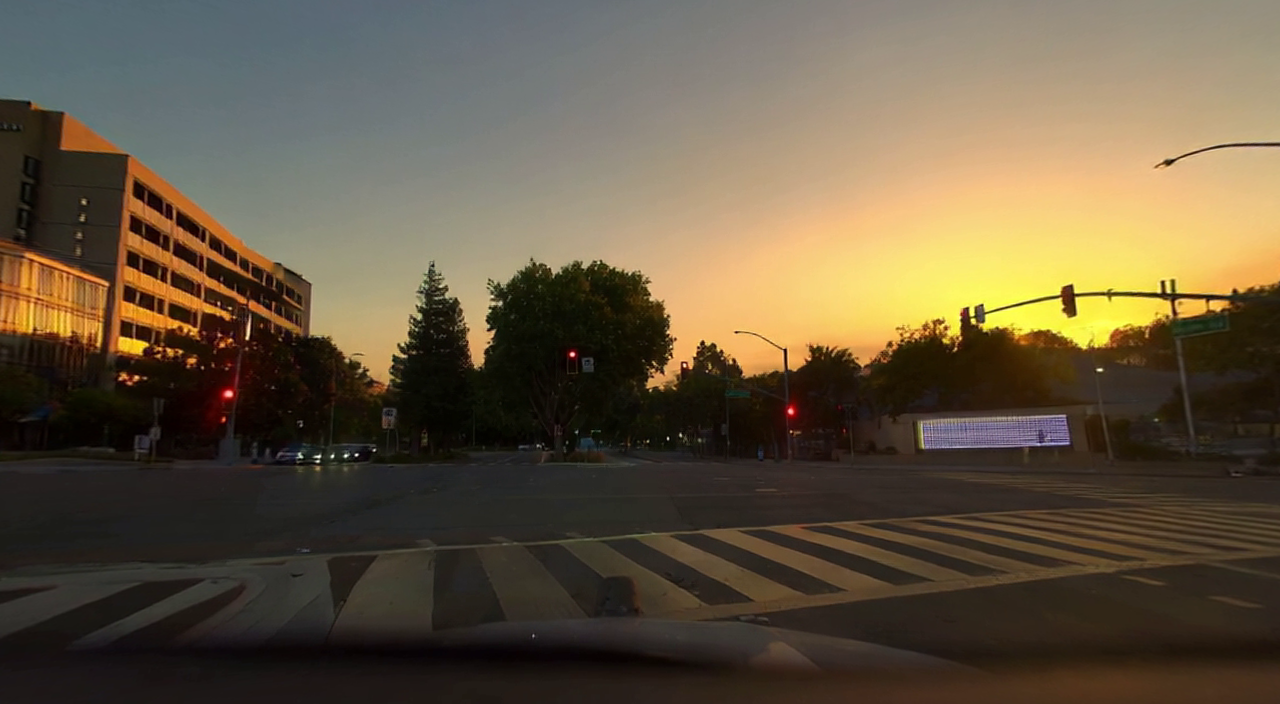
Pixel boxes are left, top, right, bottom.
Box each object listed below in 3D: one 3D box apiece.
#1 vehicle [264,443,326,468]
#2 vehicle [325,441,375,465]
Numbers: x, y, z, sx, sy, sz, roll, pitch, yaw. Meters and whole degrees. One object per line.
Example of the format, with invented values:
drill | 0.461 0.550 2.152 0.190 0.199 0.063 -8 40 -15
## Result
vehicle | -21.847 6.556 40.148 2.005 1.496 4.020 1 -9 -6
vehicle | -22.453 7.827 49.107 2.023 1.706 4.756 1 -9 -6
